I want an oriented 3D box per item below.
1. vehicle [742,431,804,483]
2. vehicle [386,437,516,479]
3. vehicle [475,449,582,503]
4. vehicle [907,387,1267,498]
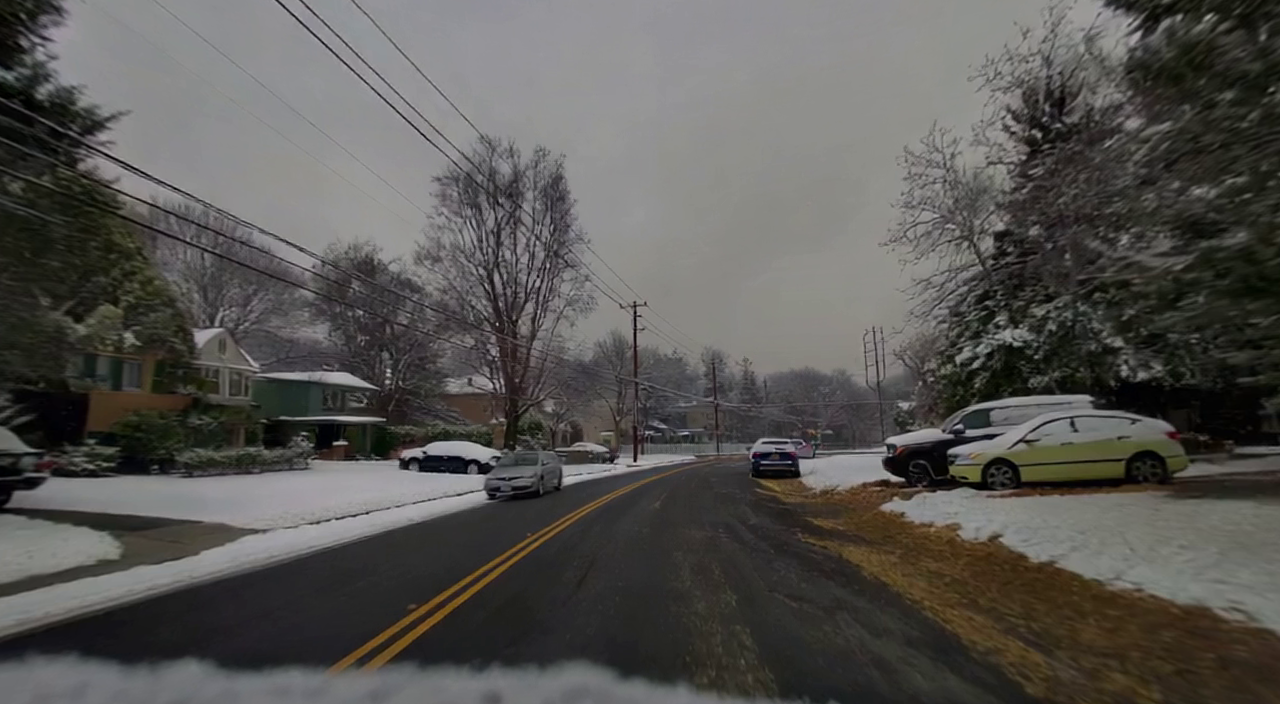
[{"bbox_3d":[5.601,4.484,27.274,2.273,1.938,6.400,-2,-9,9],"label":"vehicle"},{"bbox_3d":[-9.270,5.212,31.183,5.632,1.957,2.302,-2,-9,9],"label":"vehicle"},{"bbox_3d":[-3.363,3.863,20.223,2.015,1.464,4.870,-1,-9,7],"label":"vehicle"},{"bbox_3d":[9.147,1.957,13.541,5.762,2.116,2.258,-1,-9,6],"label":"vehicle"}]
